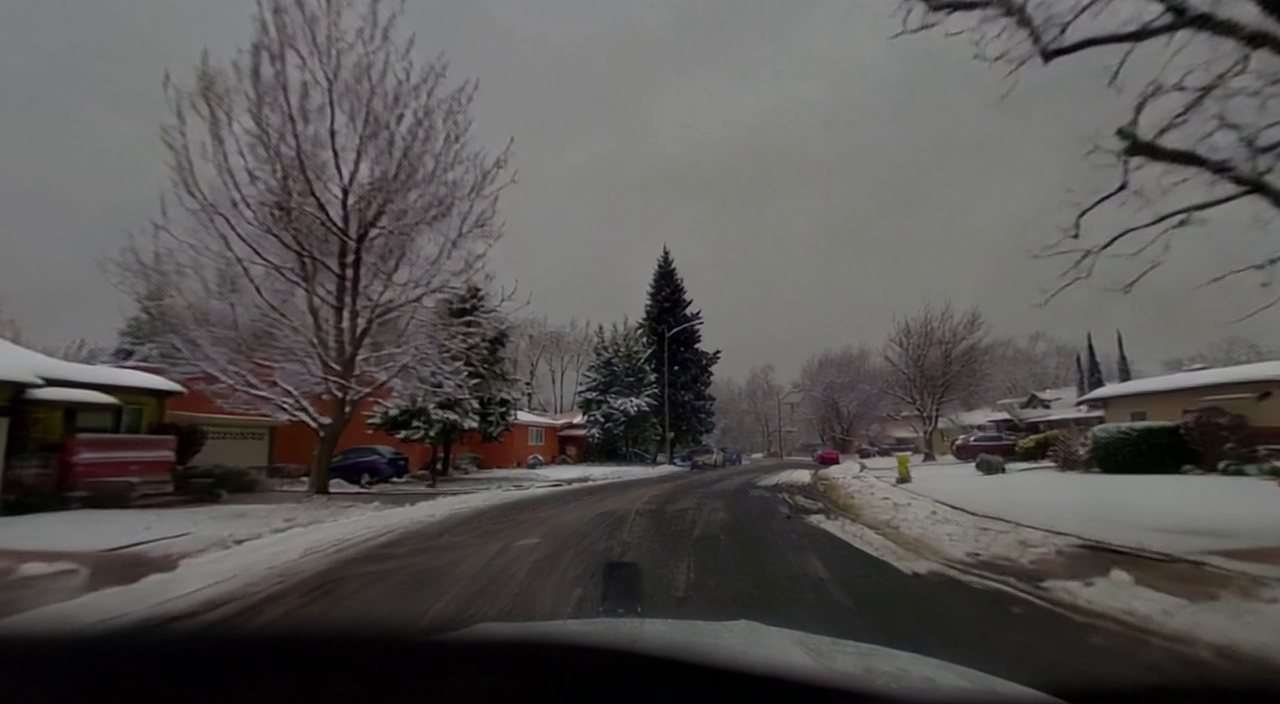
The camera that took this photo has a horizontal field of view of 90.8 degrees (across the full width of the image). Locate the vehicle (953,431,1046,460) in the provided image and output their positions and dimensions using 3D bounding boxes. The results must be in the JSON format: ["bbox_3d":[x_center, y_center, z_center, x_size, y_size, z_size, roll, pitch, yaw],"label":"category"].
[{"bbox_3d":[21.797,5.719,38.463,4.384,1.688,1.956,0,-9,1],"label":"vehicle"}]

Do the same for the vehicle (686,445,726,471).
[{"bbox_3d":[5.055,8.010,48.023,2.215,1.859,4.765,-2,-8,16],"label":"vehicle"}]
